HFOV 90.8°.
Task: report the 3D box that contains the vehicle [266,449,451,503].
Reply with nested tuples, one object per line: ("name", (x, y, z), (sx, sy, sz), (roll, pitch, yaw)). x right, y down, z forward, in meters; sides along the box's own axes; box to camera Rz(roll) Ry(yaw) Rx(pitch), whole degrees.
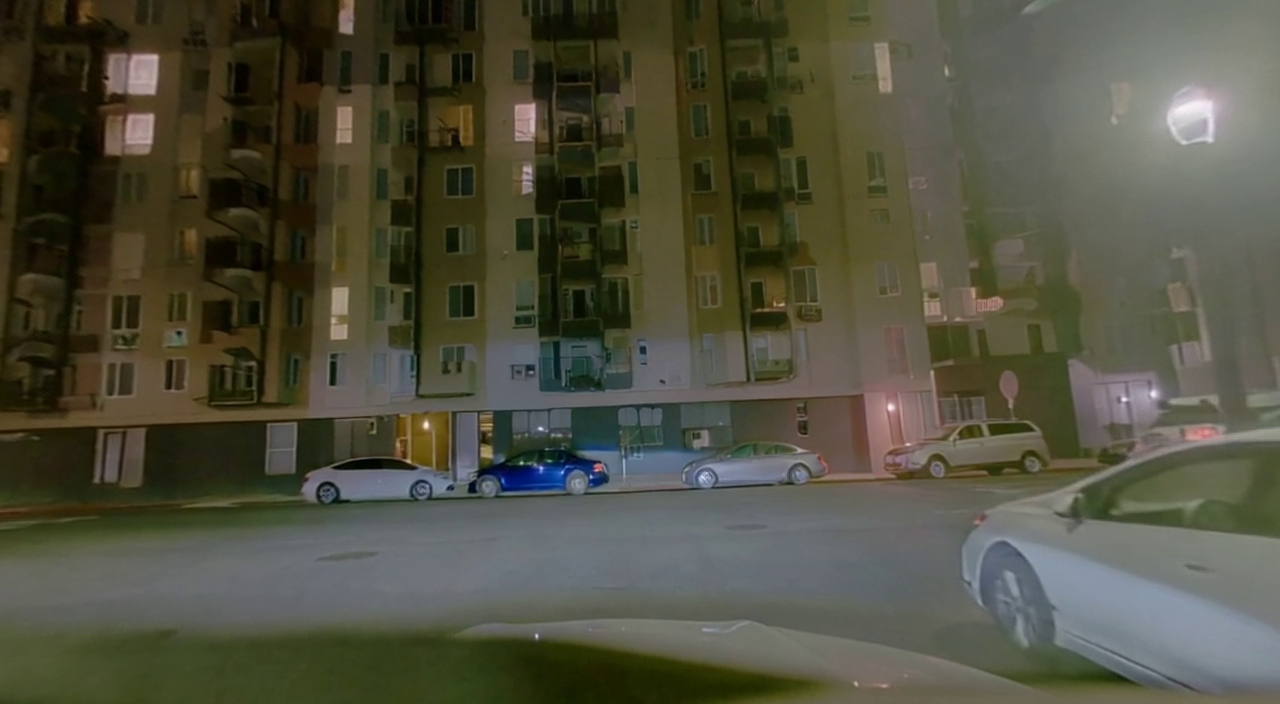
("vehicle", (-7.882, 3.501, 18.104), (4.423, 1.449, 1.813), (1, -9, -6))

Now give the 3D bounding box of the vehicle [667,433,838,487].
("vehicle", (3.243, 3.190, 18.828), (4.681, 1.480, 1.817), (1, -9, -4))

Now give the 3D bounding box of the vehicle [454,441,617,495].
("vehicle", (-2.950, 3.372, 18.515), (4.489, 1.470, 1.776), (1, -9, -4))

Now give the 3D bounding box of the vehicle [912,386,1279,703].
("vehicle", (3.186, 0.994, 2.938), (1.991, 1.489, 4.693), (0, -9, 4))
